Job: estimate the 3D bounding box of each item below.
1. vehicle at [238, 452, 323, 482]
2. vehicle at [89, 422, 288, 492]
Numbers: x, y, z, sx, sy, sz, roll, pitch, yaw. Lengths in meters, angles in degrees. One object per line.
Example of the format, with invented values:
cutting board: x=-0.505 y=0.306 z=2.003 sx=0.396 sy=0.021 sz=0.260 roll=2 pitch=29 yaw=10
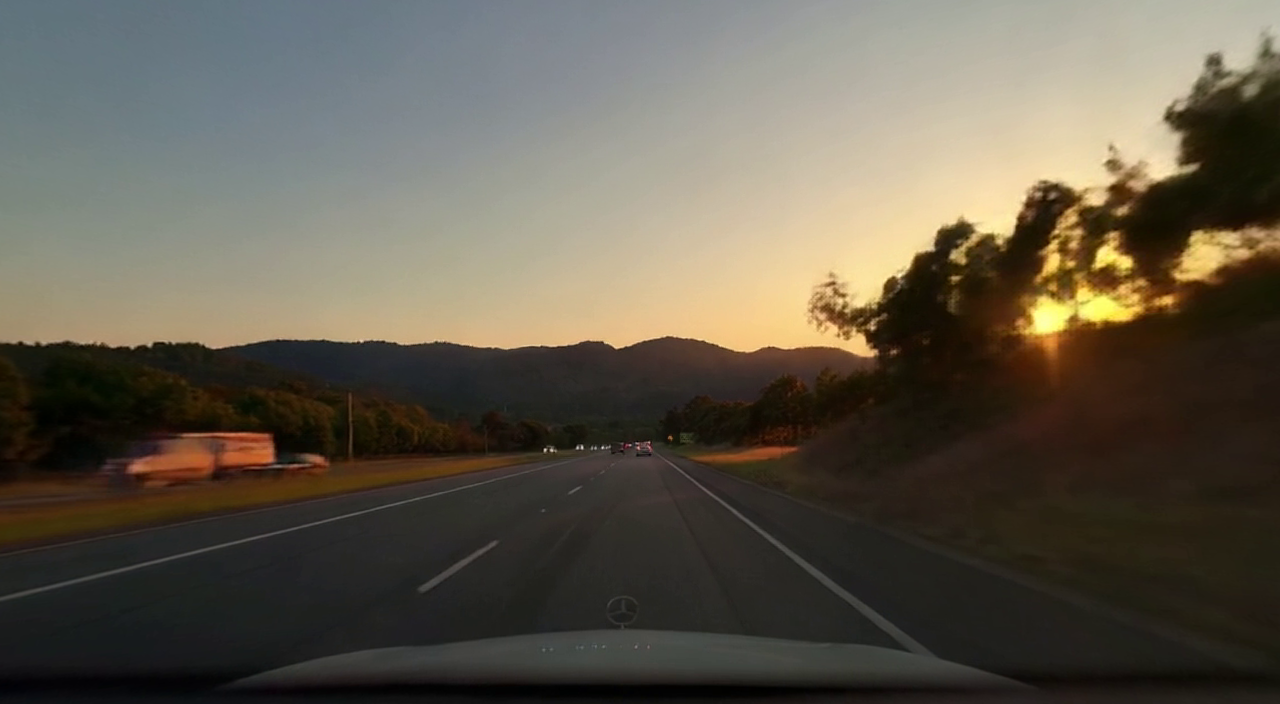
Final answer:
vehicle: x=-19.698 y=6.293 z=34.752 sx=1.974 sy=1.481 sz=4.441 roll=0 pitch=-9 yaw=2
vehicle: x=-23.305 y=5.540 z=33.666 sx=2.969 sy=3.150 sz=10.176 roll=0 pitch=-9 yaw=1
